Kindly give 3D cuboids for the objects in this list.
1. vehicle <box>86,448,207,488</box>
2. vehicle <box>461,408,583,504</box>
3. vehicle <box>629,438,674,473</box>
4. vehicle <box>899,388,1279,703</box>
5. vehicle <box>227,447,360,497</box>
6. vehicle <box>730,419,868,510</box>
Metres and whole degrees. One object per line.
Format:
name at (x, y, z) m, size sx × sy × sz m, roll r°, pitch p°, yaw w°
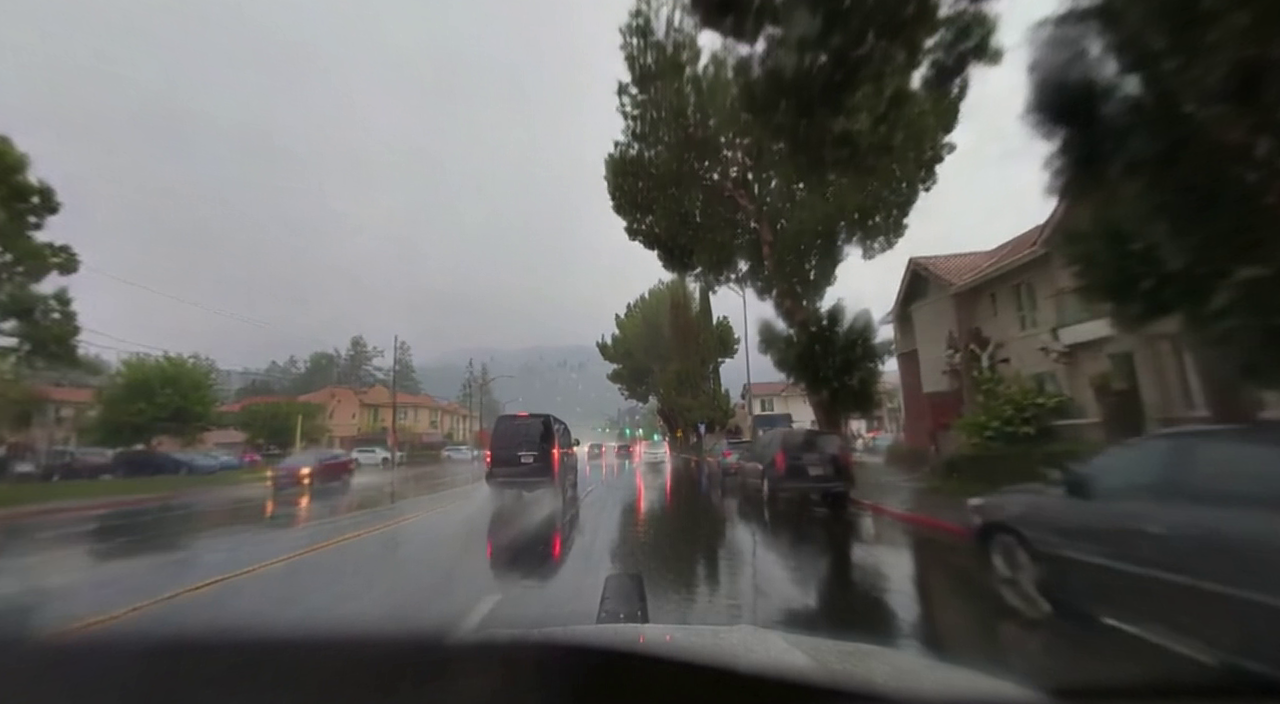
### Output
vehicle at (-25.075, 5.874, 32.439) m, size 2.095 × 1.862 × 5.261 m, roll 1°, pitch -9°, yaw -3°
vehicle at (-2.881, 2.723, 16.793) m, size 2.213 × 2.123 × 5.124 m, roll 0°, pitch -9°, yaw 0°
vehicle at (0.536, 5.284, 32.499) m, size 2.126 × 1.657 × 4.132 m, roll 0°, pitch -9°, yaw 0°
vehicle at (3.749, 1.132, 3.851) m, size 2.047 × 1.584 × 5.135 m, roll 0°, pitch -9°, yaw -1°
vehicle at (-12.730, 4.392, 23.739) m, size 2.006 × 1.643 × 5.272 m, roll 0°, pitch -9°, yaw 0°
vehicle at (3.661, 2.709, 15.613) m, size 2.090 × 1.861 × 4.805 m, roll 0°, pitch -9°, yaw -1°
